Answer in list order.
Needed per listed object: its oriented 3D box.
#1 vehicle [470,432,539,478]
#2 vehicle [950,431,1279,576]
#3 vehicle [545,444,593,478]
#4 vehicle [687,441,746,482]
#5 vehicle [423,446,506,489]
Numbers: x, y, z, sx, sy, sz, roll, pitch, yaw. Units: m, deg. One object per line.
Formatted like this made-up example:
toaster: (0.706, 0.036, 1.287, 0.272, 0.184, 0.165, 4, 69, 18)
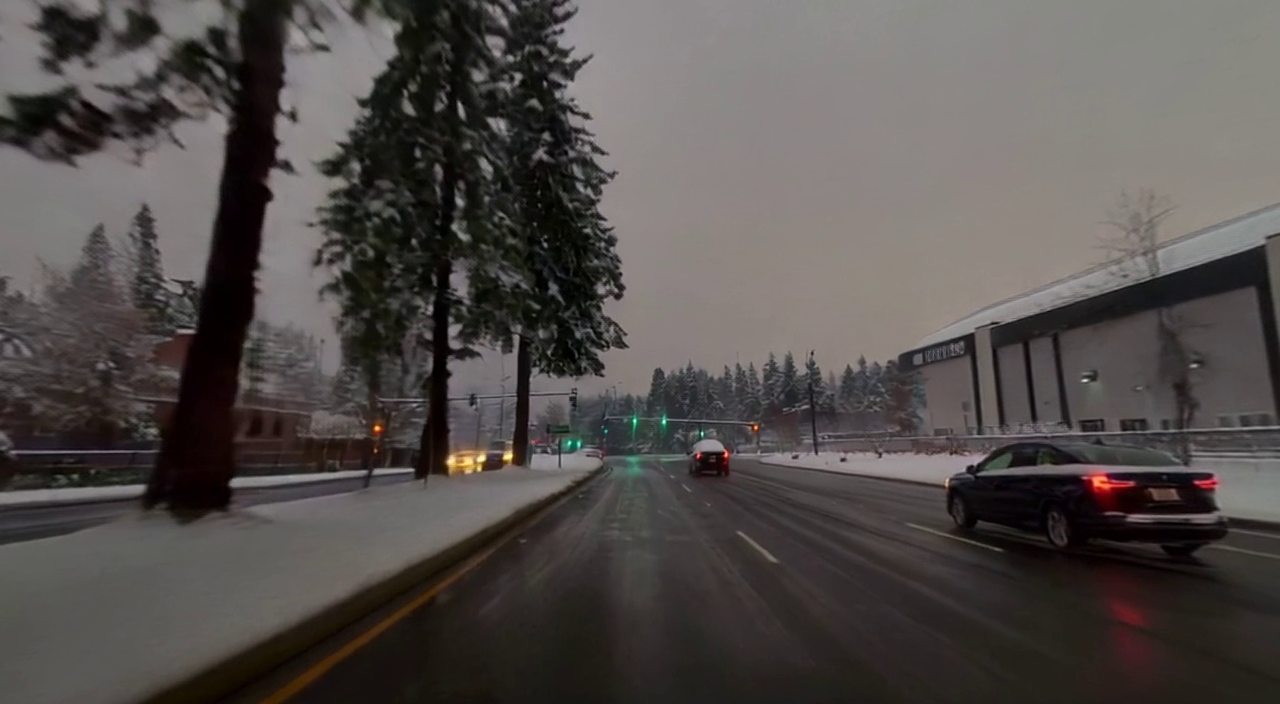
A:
vehicle: (-6.718, 5.213, 32.114, 2.141, 2.111, 5.940, 0, -9, 0)
vehicle: (6.730, 2.052, 9.386, 2.000, 1.618, 4.238, 0, -9, -1)
vehicle: (-3.581, 5.584, 32.516, 1.948, 1.595, 4.256, 0, -9, 0)
vehicle: (3.504, 5.127, 29.923, 2.095, 1.759, 4.862, 0, -9, -1)
vehicle: (-6.650, 4.398, 24.439, 1.970, 1.483, 4.269, 0, -9, 0)
